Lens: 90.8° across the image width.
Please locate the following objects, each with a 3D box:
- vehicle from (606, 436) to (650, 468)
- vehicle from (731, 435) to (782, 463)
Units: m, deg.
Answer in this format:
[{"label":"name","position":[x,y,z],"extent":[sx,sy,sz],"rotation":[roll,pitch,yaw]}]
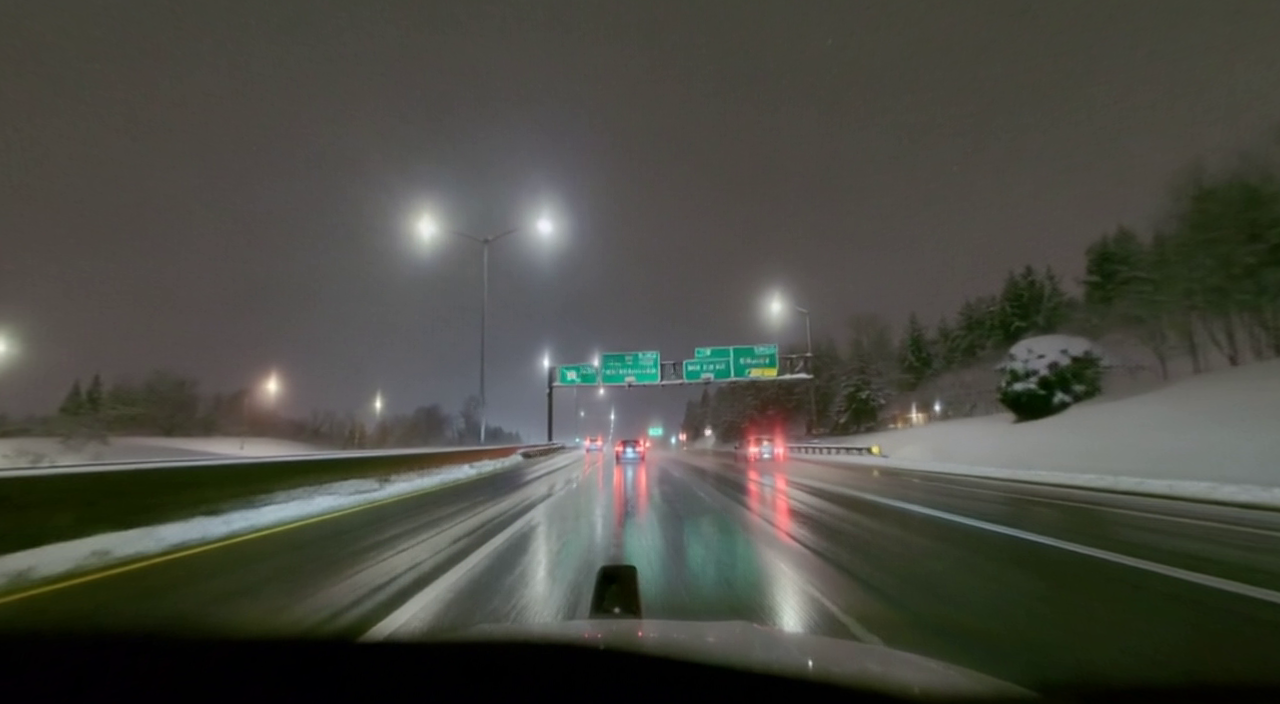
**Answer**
[{"label":"vehicle","position":[-0.589,4.914,31.095],"extent":[1.985,1.457,4.227],"rotation":[0,-8,-1]},{"label":"vehicle","position":[6.587,5.538,36.062],"extent":[1.935,1.478,4.433],"rotation":[0,-8,-2]}]
